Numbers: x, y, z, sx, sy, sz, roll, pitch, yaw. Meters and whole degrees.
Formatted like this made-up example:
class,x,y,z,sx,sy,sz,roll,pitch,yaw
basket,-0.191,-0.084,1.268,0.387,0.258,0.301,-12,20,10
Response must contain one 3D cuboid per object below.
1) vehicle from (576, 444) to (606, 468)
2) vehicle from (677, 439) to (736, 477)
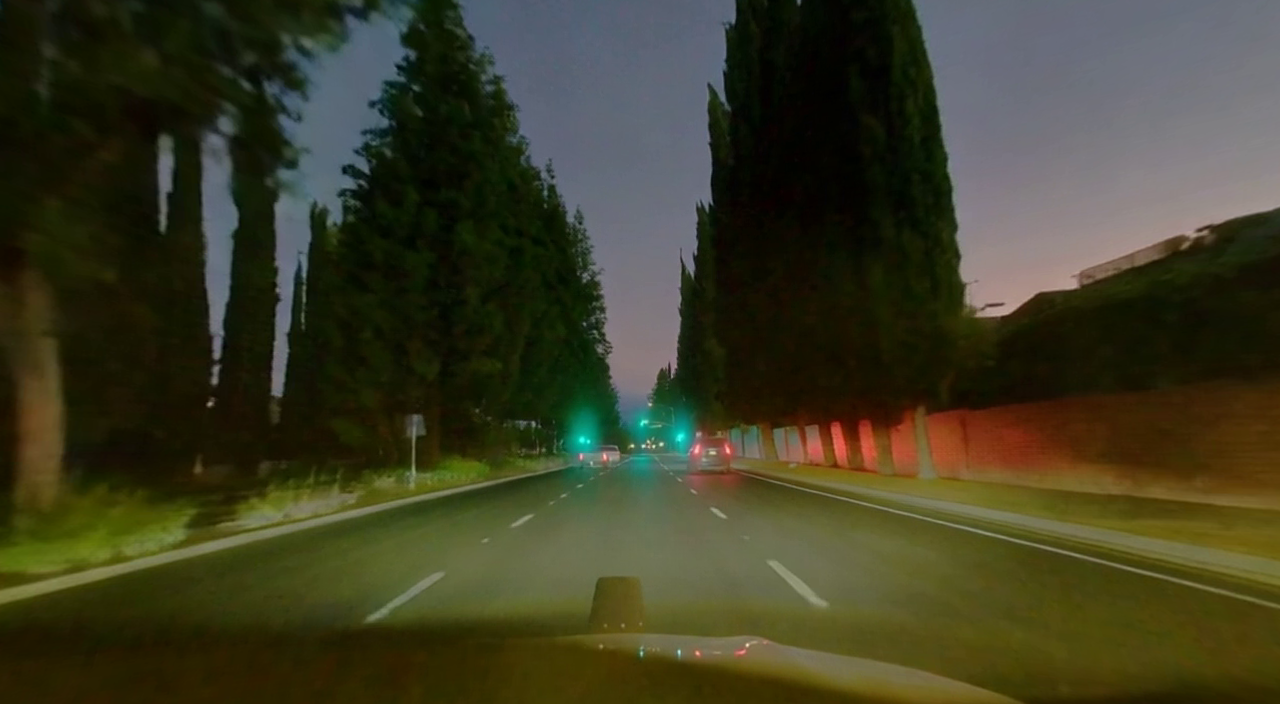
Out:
class,x,y,z,sx,sy,sz,roll,pitch,yaw
vehicle,-3.809,8.072,49.299,2.002,1.747,4.728,0,-8,0
vehicle,3.105,5.091,30.559,2.321,1.695,5.037,0,-8,0
